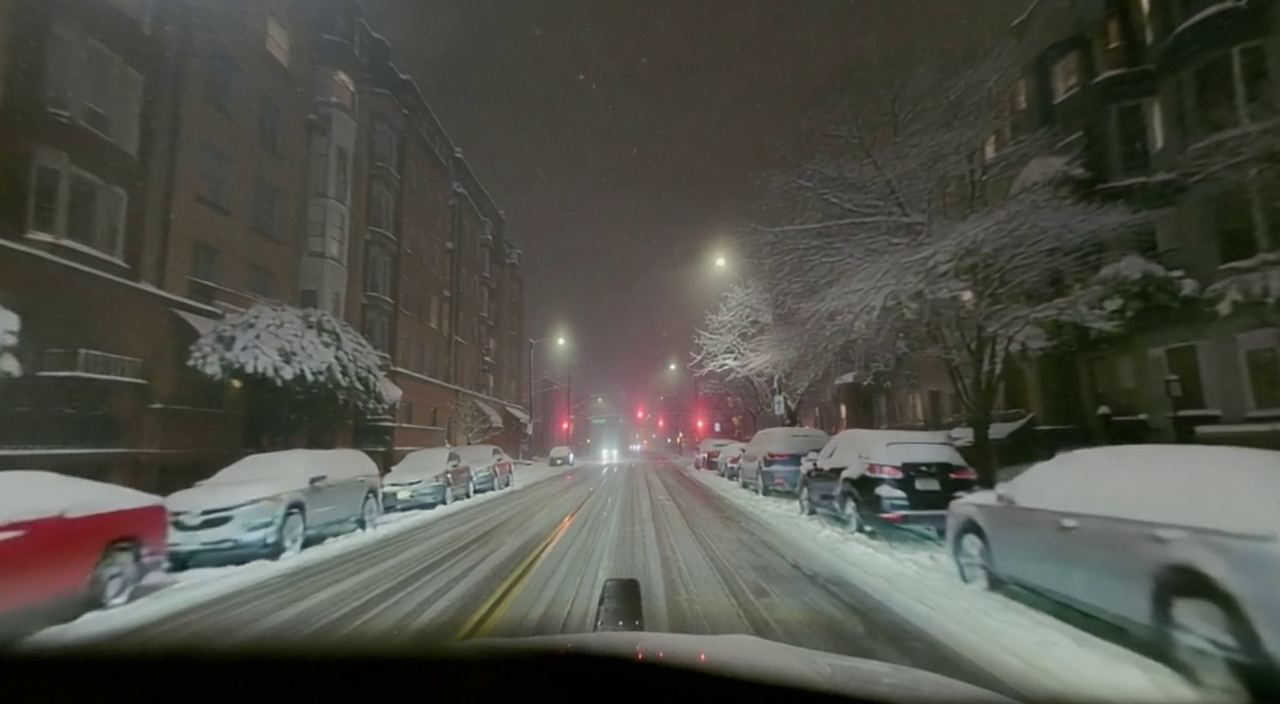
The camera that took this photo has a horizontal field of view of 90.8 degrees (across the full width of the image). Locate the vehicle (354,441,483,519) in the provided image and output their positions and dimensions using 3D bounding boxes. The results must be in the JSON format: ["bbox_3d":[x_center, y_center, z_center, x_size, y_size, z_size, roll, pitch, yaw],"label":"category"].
[{"bbox_3d":[-5.870,3.380,17.307,1.929,1.681,4.216,-6,-8,0],"label":"vehicle"}]

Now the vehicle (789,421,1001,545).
[{"bbox_3d":[3.992,2.098,10.803,1.782,1.669,4.226,0,-8,-1],"label":"vehicle"}]

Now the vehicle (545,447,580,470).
[{"bbox_3d":[-5.773,7.983,47.505,1.947,1.473,4.397,-4,-8,1],"label":"vehicle"}]

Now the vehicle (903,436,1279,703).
[{"bbox_3d":[3.816,1.354,4.680,1.696,1.416,4.585,0,-8,-1],"label":"vehicle"}]

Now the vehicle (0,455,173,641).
[{"bbox_3d":[-6.041,1.643,4.805,1.765,1.426,4.349,-6,-8,-1],"label":"vehicle"}]

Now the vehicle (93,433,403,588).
[{"bbox_3d":[-5.969,2.386,10.494,2.077,1.756,4.665,-7,-9,1],"label":"vehicle"}]
